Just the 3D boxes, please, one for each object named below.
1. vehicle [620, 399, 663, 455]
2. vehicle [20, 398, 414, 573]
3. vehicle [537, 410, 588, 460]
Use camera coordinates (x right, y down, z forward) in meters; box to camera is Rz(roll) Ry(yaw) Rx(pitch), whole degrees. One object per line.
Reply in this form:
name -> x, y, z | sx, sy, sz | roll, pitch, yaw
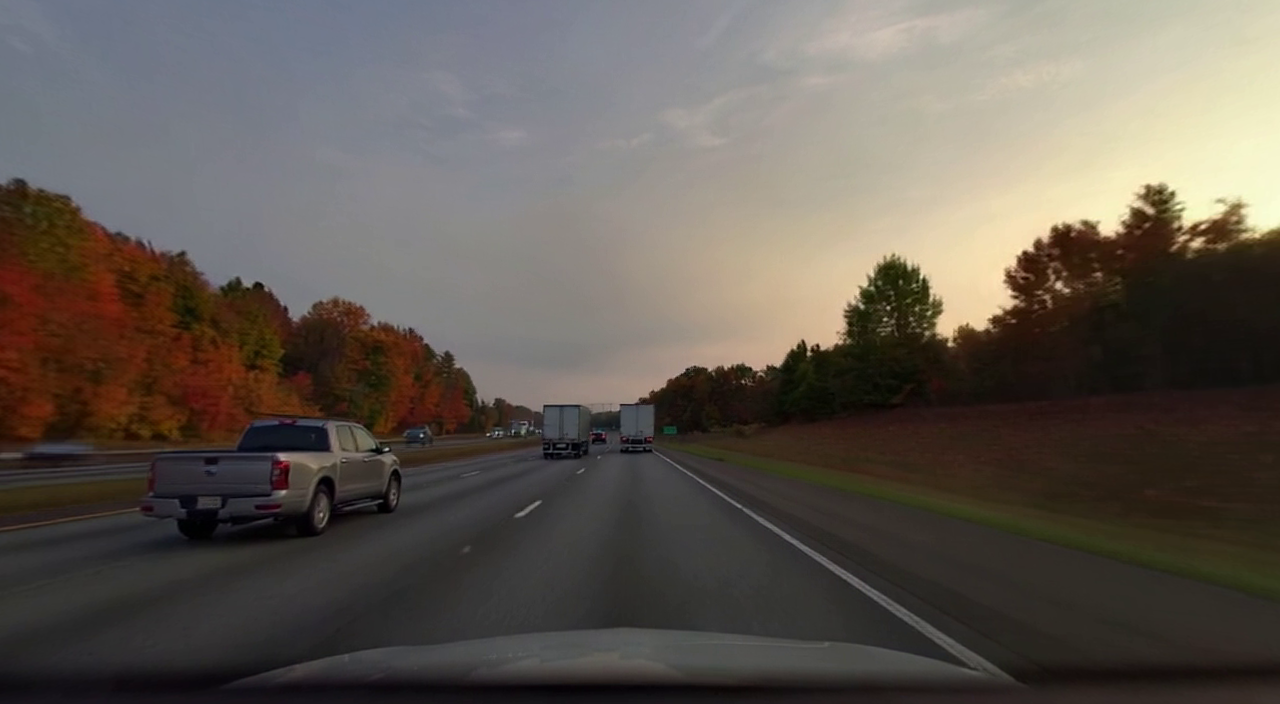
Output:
vehicle -> -0.046, 5.934, 49.381 | 3.078, 3.955, 8.774 | 0, -8, -2
vehicle -> -4.883, 1.586, 8.348 | 2.089, 1.669, 4.515 | 0, -8, 0
vehicle -> -4.538, 5.000, 37.841 | 2.383, 2.726, 5.677 | 0, -8, 0
